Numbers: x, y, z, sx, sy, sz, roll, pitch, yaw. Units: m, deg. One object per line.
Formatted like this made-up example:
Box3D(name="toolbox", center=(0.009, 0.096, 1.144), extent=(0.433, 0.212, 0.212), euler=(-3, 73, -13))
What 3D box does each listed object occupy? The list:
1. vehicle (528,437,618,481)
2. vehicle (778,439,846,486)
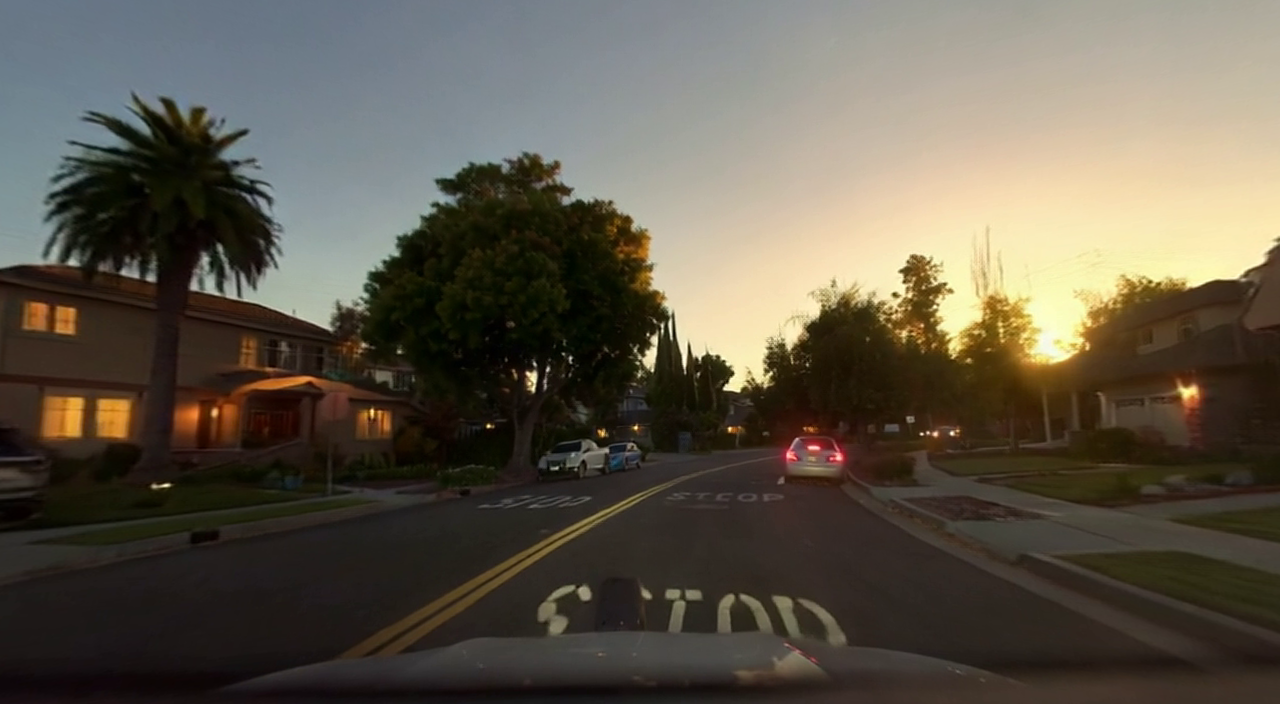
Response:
Box3D(name="vehicle", center=(-2.737, 4.559, 27.174), extent=(2.030, 1.696, 4.828), euler=(-3, -9, 18))
Box3D(name="vehicle", center=(6.177, 3.902, 22.739), extent=(2.045, 1.478, 4.914), euler=(-3, -9, 15))
